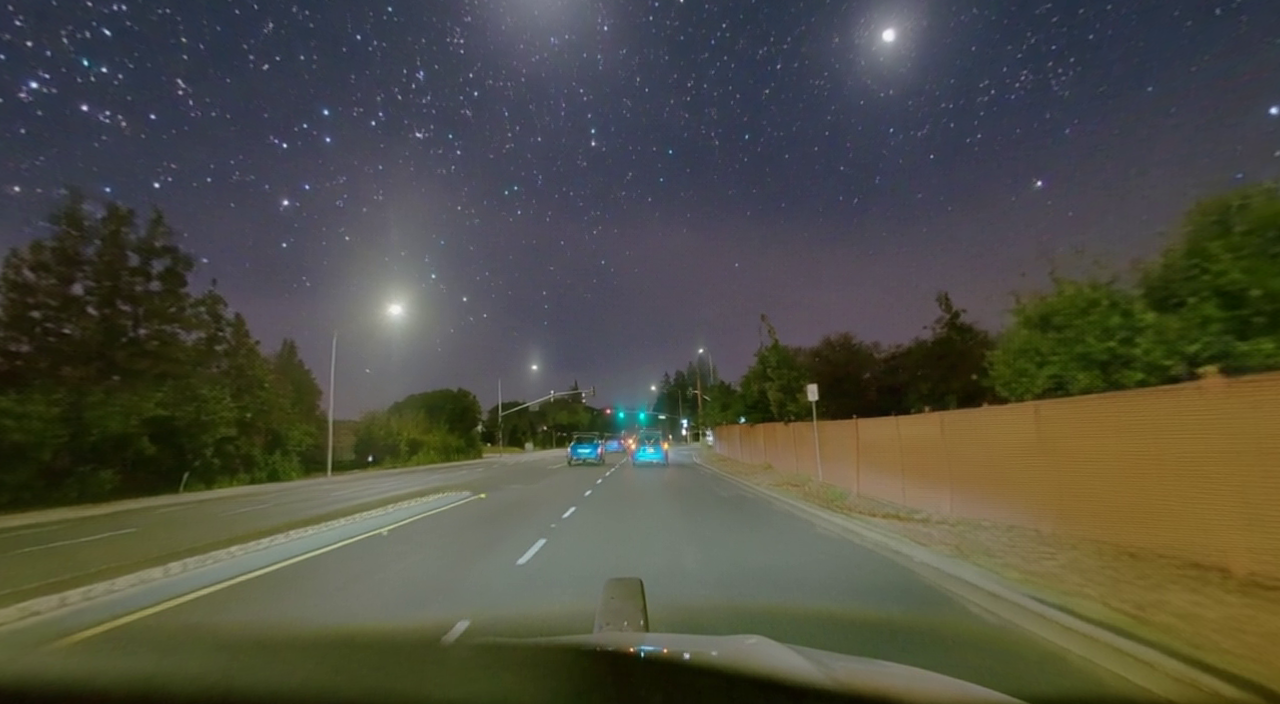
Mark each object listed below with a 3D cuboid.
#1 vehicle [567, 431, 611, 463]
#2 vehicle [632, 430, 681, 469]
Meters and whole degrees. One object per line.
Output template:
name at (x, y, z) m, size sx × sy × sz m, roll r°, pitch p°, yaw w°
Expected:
vehicle at (-2.994, 5.710, 37.962) m, size 2.190 × 1.766 × 4.394 m, roll 0°, pitch -8°, yaw 1°
vehicle at (0.744, 4.564, 29.621) m, size 2.127 × 1.665 × 3.993 m, roll 0°, pitch -8°, yaw 0°
